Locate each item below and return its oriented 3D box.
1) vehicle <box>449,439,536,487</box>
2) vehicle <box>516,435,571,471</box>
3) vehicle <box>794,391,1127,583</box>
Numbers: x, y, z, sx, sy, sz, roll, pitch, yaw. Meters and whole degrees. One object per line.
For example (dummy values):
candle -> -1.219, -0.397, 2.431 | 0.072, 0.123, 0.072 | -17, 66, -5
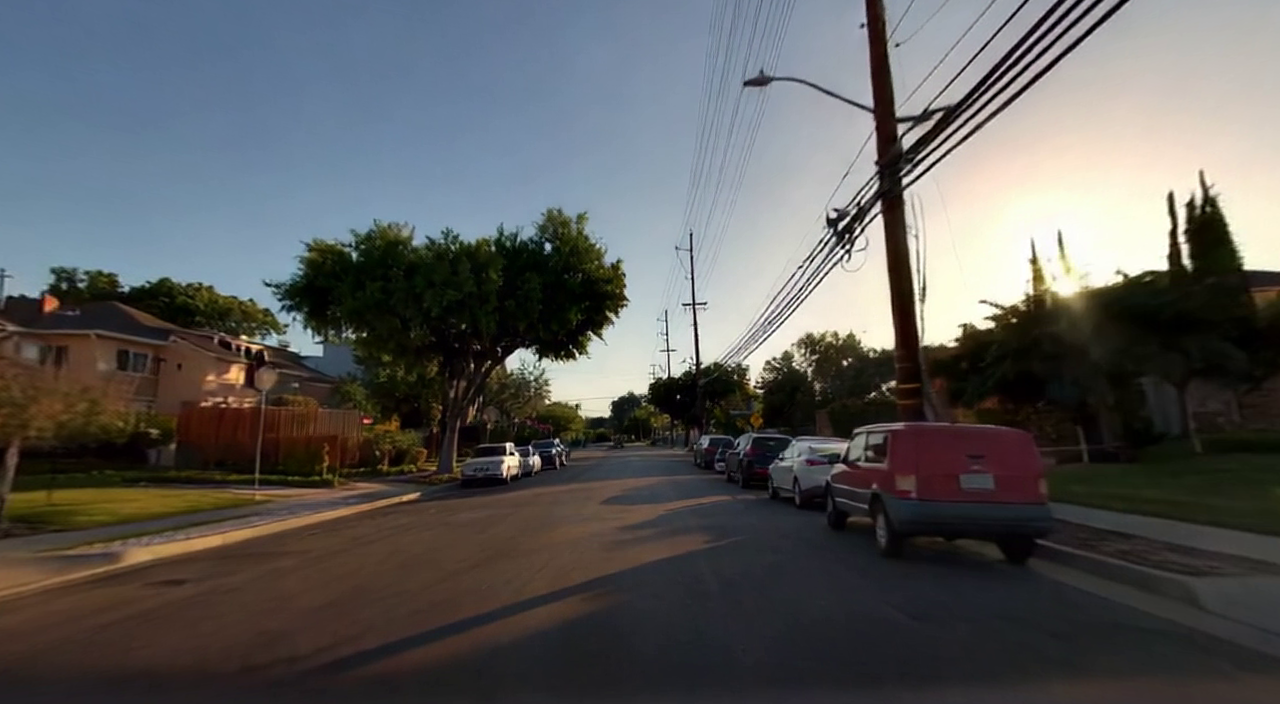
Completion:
vehicle -> -5.854, 4.456, 25.772 | 2.226, 1.768, 4.780 | 0, -8, 2
vehicle -> -5.843, 6.226, 39.091 | 2.455, 2.045, 6.171 | 0, -8, 0
vehicle -> 3.545, 1.589, 8.219 | 2.012, 1.777, 4.505 | 0, -8, 1
